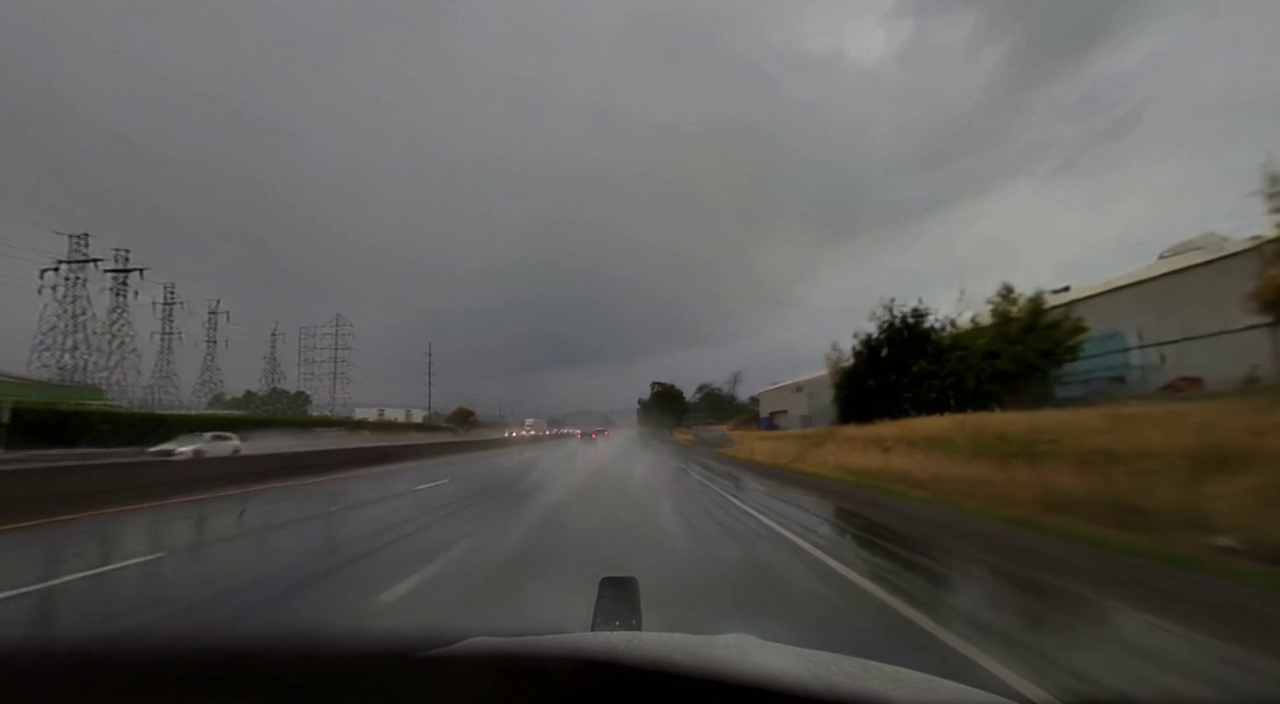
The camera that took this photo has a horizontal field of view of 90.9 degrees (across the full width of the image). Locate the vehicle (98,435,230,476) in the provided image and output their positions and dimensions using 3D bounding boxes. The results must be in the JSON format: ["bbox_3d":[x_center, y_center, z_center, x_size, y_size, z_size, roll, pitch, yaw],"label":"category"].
[{"bbox_3d":[-19.053,4.125,25.550,1.851,1.473,4.523,0,-8,0],"label":"vehicle"}]
